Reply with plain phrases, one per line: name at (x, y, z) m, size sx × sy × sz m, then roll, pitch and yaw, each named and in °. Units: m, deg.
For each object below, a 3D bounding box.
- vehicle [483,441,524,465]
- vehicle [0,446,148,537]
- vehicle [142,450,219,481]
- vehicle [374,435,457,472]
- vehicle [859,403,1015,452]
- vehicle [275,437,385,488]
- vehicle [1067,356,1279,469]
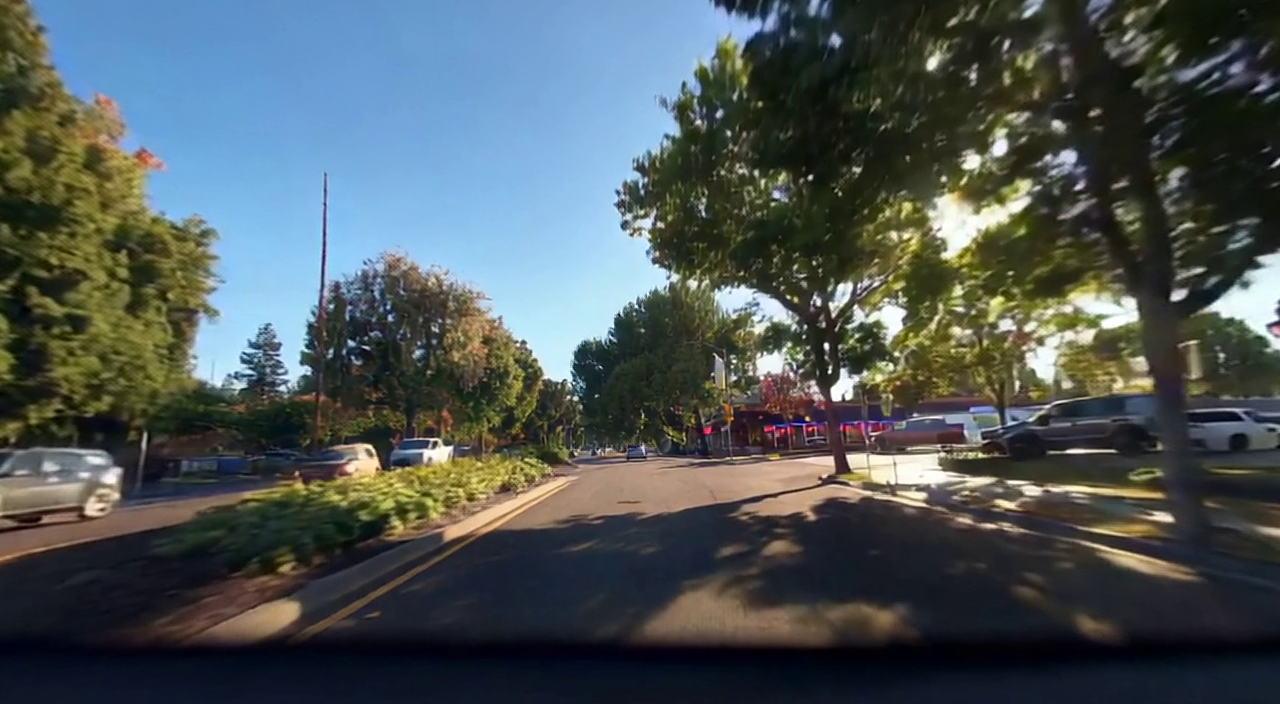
vehicle at (-10.632, 7.948, 49.553) m, size 2.189 × 1.747 × 4.651 m, roll 0°, pitch -9°, yaw 0°
vehicle at (-11.717, 2.499, 11.602) m, size 1.931 × 1.493 × 4.308 m, roll 0°, pitch -9°, yaw -2°
vehicle at (-24.603, 6.040, 33.925) m, size 1.863 × 1.519 × 4.451 m, roll 2°, pitch -9°, yaw -16°
vehicle at (-11.925, 5.460, 34.039) m, size 2.471 × 1.783 × 5.903 m, roll 0°, pitch -8°, yaw -2°
vehicle at (18.960, 4.923, 40.619) m, size 8.462 × 3.012 × 2.906 m, roll 0°, pitch -8°, yaw -1°
vehicle at (-10.318, 3.687, 21.329) m, size 1.778 × 1.517 × 3.923 m, roll 0°, pitch -8°, yaw -1°
vehicle at (17.711, 2.242, 21.125) m, size 2.920 × 2.995 × 8.704 m, roll -3°, pitch -9°, yaw 16°
